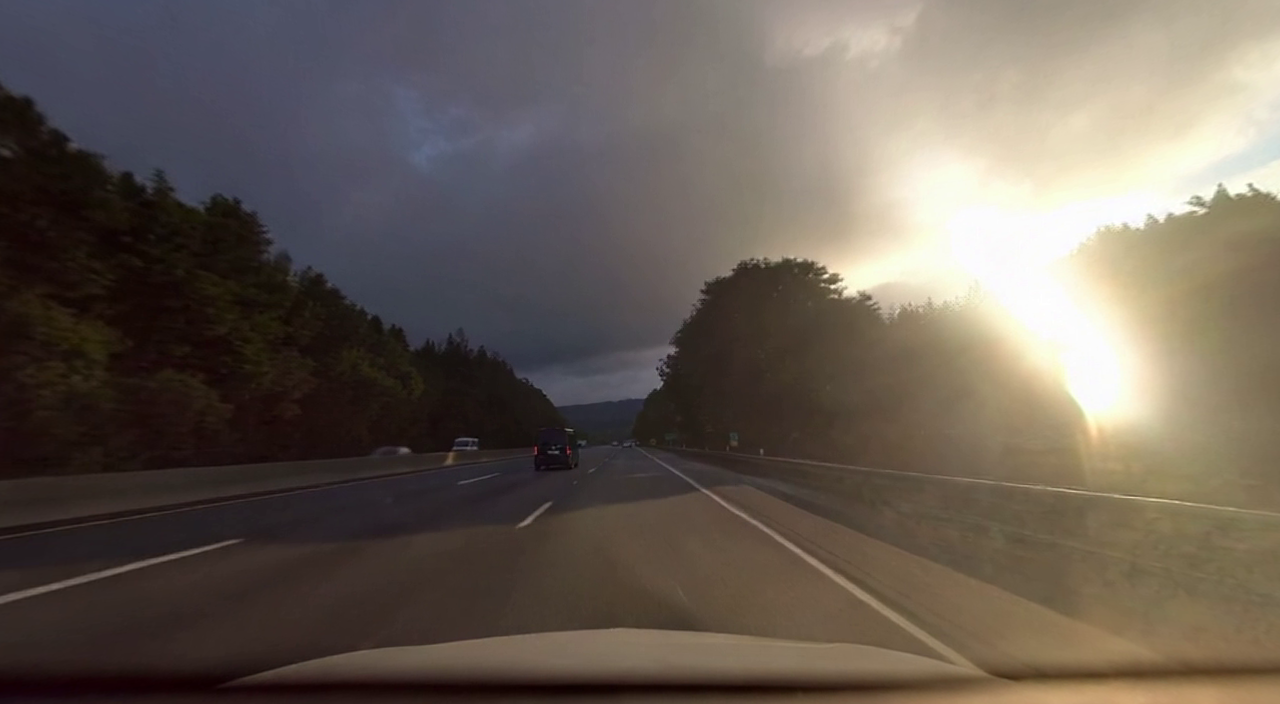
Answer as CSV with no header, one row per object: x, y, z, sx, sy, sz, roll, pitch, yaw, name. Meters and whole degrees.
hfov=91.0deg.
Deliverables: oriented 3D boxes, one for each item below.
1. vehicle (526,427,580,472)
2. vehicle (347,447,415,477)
-4.178,4.800,31.073,1.976,2.029,4.737,-1,-8,0,vehicle
-13.542,5.747,33.150,1.786,1.453,4.355,0,-8,-1,vehicle
